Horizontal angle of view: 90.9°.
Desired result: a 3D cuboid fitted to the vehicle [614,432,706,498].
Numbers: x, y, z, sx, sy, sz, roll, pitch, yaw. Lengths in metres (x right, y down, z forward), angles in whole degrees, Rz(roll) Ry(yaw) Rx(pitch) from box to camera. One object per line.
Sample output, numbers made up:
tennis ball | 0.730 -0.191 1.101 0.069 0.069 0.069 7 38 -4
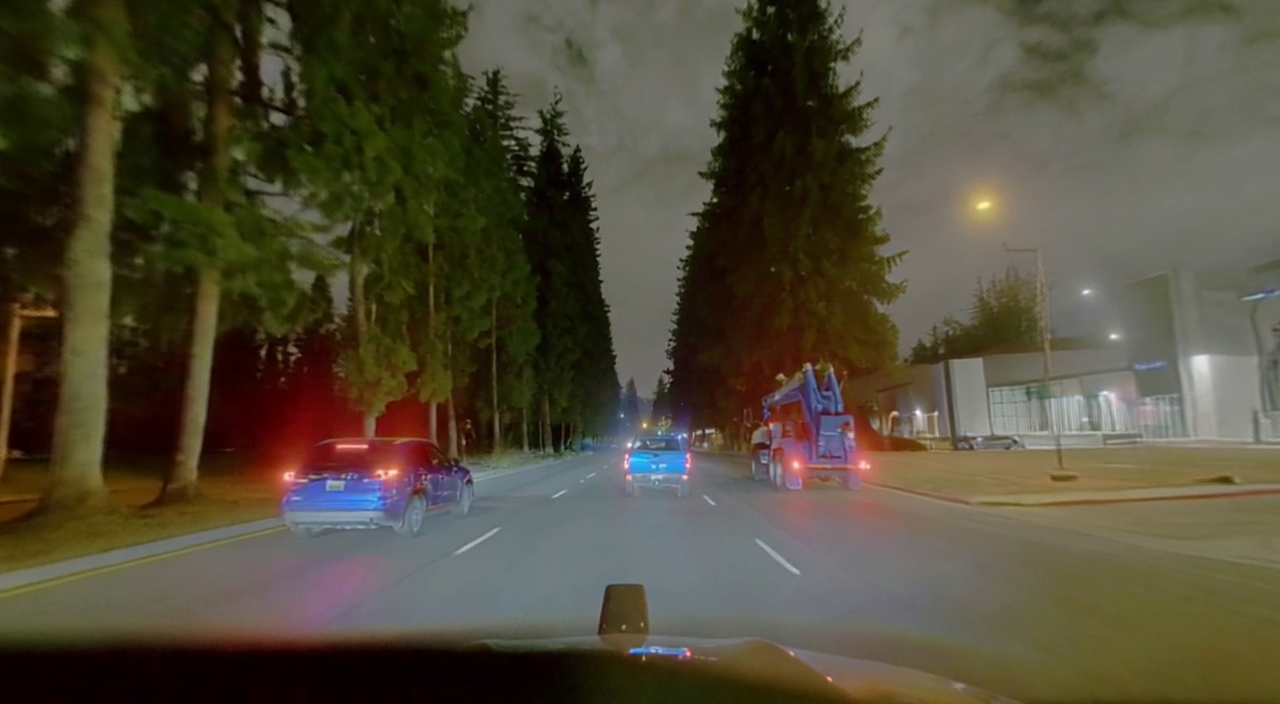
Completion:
vehicle | 0.435 2.861 16.334 2.086 1.466 4.026 0 -8 0

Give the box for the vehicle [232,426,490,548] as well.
vehicle | -4.089 2.059 10.386 2.003 1.507 4.808 0 -8 1

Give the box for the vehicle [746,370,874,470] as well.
vehicle | 5.743 2.532 22.439 2.736 3.078 5.825 0 -8 -2

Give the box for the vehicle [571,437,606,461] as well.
vehicle | -3.693 7.075 46.111 2.062 1.641 4.193 0 -8 2

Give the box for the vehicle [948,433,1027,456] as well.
vehicle | 25.189 6.734 45.864 1.955 1.599 4.618 4 -9 -26
